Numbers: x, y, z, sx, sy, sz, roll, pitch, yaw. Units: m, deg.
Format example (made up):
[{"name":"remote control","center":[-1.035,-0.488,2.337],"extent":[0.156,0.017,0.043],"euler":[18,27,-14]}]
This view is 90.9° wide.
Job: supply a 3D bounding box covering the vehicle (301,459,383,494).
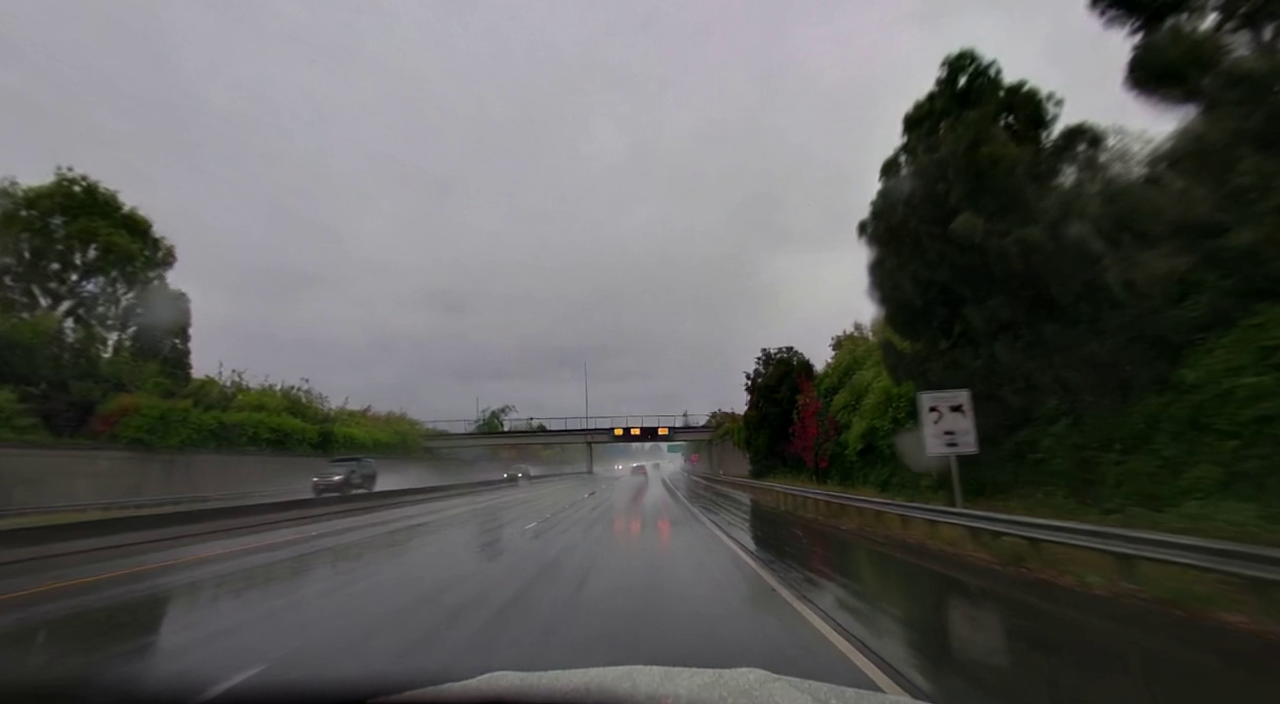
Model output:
[{"name":"vehicle","center":[-15.641,6.556,33.328],"extent":[1.940,1.643,4.579],"euler":[1,-11,2]}]
